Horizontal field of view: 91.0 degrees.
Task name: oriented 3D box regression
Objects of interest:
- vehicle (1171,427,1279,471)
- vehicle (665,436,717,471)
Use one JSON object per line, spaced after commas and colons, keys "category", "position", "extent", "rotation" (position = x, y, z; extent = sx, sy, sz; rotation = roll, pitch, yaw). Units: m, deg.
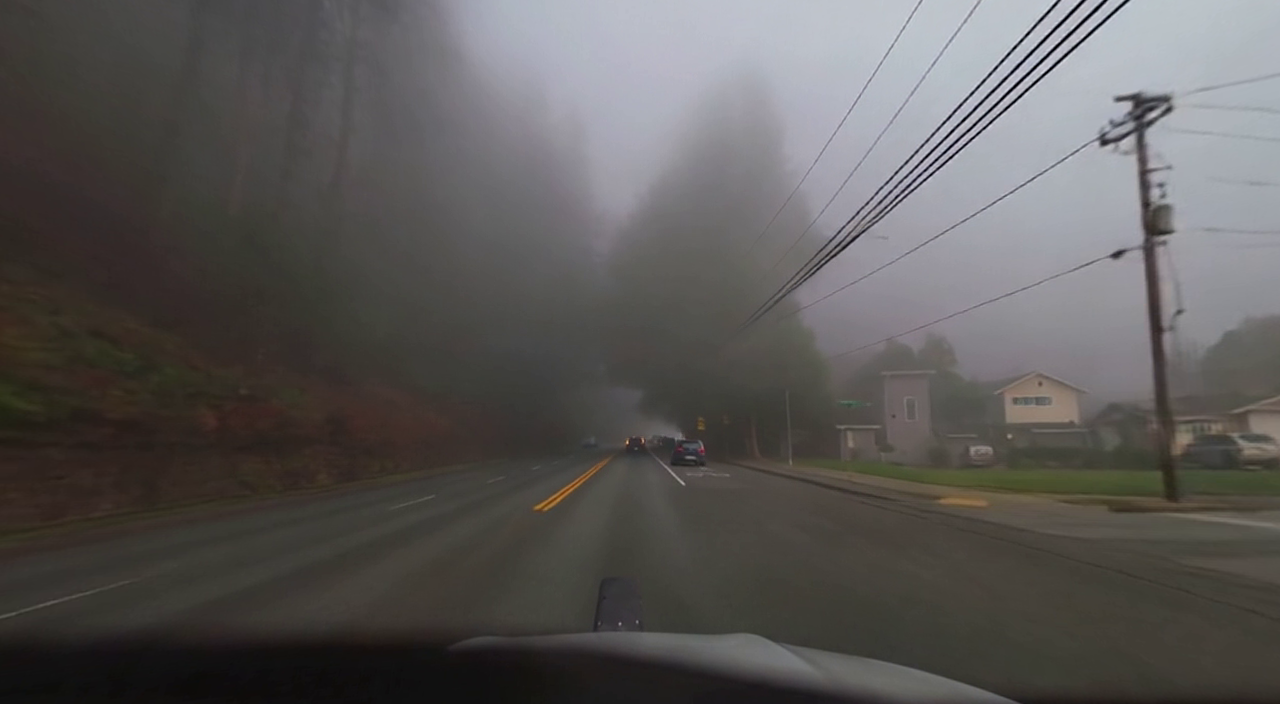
{"category": "vehicle", "position": [22.282, 3.595, 23.405], "extent": [1.851, 1.458, 3.709], "rotation": [0, -8, 1]}
{"category": "vehicle", "position": [2.228, 4.548, 28.362], "extent": [1.975, 1.497, 3.647], "rotation": [0, -8, -1]}
